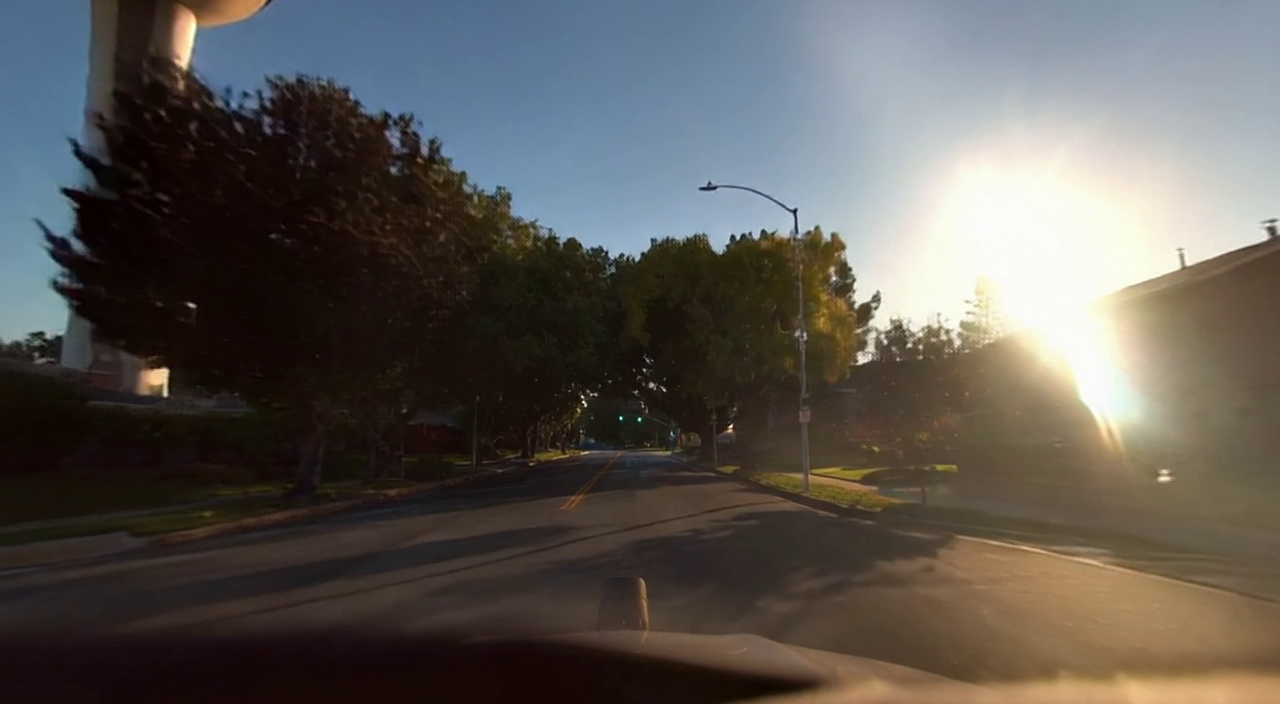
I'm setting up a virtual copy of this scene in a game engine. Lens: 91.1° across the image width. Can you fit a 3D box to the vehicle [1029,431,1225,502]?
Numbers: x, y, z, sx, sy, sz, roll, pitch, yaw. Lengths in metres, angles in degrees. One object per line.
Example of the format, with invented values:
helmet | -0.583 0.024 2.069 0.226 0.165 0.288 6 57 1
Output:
vehicle | 10.639 2.458 13.911 3.191 1.365 1.458 -6 -10 38
